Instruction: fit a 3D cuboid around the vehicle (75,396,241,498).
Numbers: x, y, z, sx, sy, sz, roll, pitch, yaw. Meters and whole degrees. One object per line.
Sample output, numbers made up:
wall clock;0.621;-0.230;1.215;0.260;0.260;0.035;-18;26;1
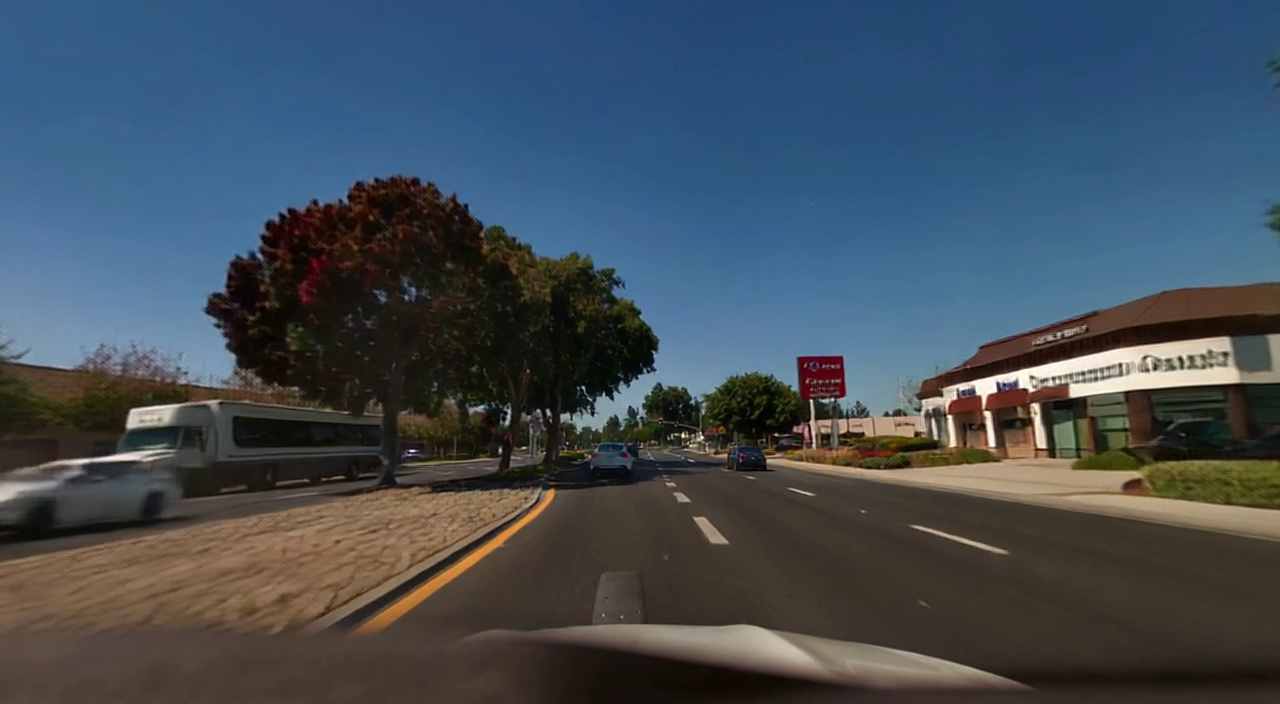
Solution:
vehicle;-19.493;3.856;25.951;2.986;3.786;4.453;0;-8;1

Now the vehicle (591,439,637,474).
vehicle;-1.319;5.062;30.744;2.072;1.545;4.578;0;-8;-4

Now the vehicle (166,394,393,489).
vehicle;-19.348;5.215;36.537;3.133;4.167;16.699;-1;-8;1

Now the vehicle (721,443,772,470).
vehicle;6.299;6.224;37.909;2.075;1.475;4.571;0;-8;-3
